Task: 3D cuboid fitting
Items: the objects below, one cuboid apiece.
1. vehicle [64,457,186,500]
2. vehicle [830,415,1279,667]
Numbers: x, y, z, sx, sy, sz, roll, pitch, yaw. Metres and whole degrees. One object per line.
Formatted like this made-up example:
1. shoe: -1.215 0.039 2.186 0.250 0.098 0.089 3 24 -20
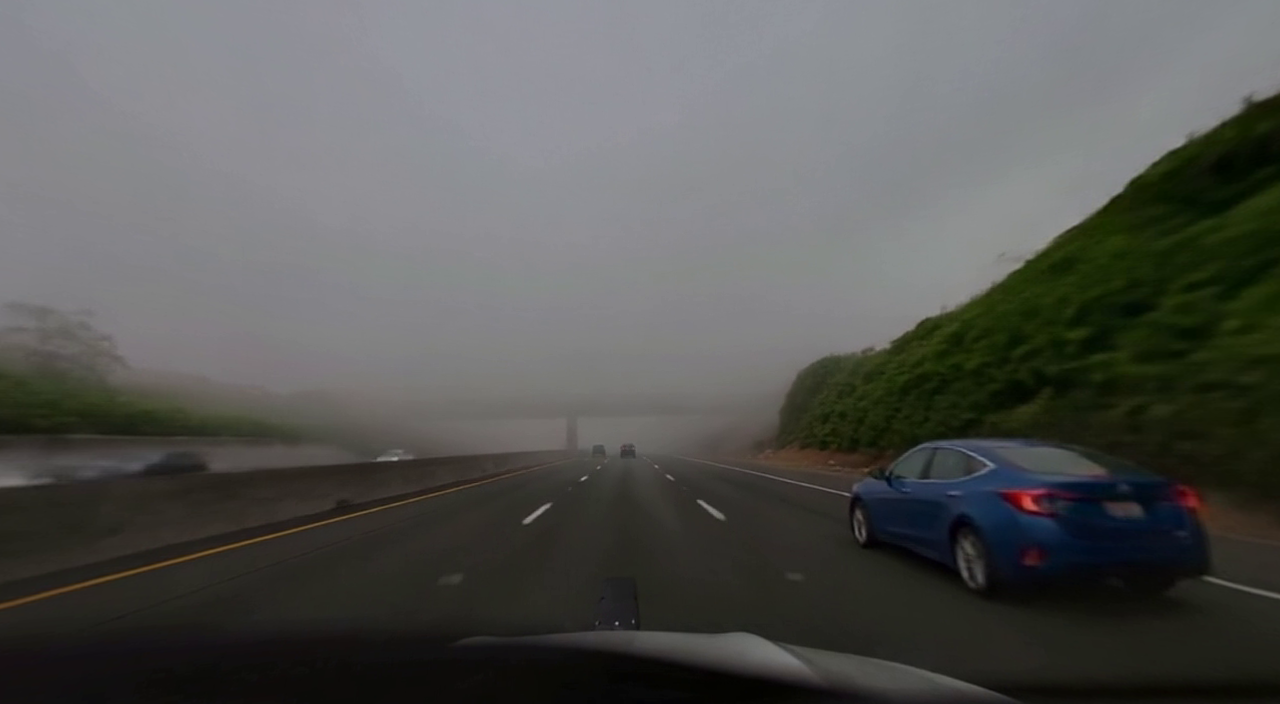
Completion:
1. vehicle: -19.882 4.845 24.558 1.654 1.412 3.751 0 -8 -1
2. vehicle: 3.568 1.438 6.017 2.079 1.515 4.196 0 -8 -2
